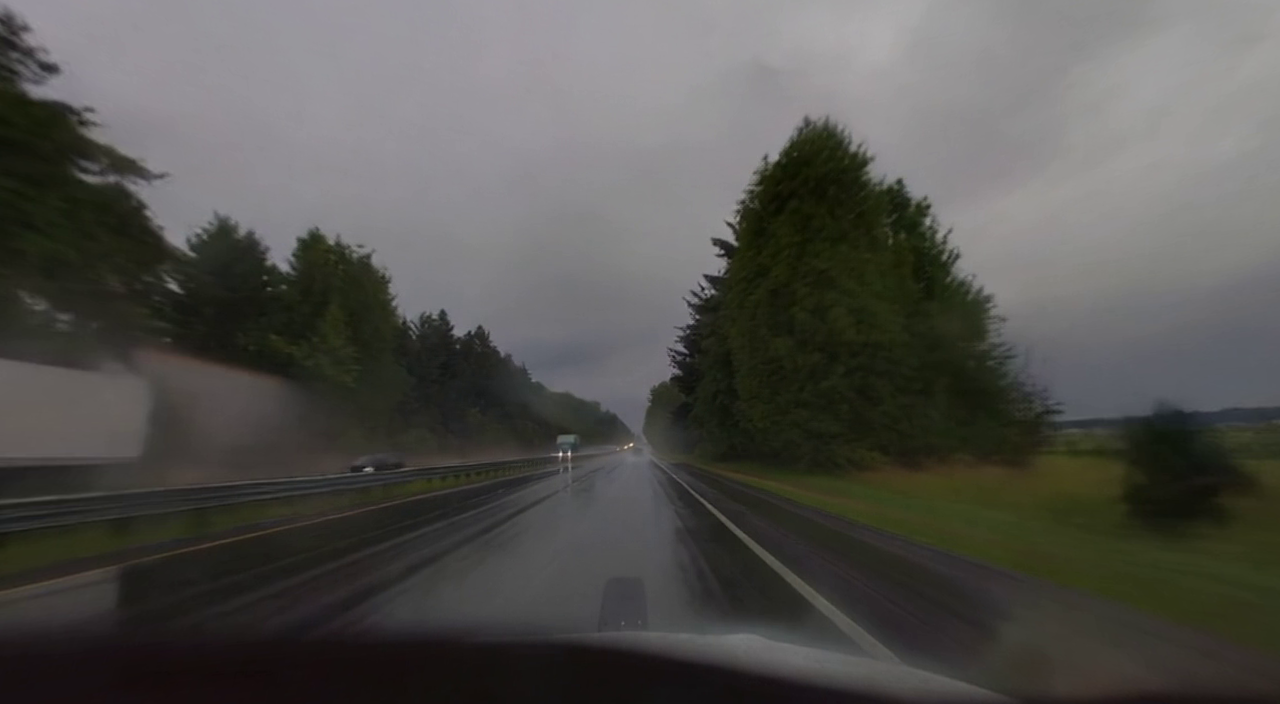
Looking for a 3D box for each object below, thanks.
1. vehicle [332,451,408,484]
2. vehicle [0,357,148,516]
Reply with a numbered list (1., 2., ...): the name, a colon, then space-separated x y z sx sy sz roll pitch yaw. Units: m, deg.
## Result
1. vehicle: -13.421 5.747 31.607 1.864 1.493 4.344 0 -9 0
2. vehicle: -17.863 1.791 13.668 2.877 4.022 14.209 0 -9 0
